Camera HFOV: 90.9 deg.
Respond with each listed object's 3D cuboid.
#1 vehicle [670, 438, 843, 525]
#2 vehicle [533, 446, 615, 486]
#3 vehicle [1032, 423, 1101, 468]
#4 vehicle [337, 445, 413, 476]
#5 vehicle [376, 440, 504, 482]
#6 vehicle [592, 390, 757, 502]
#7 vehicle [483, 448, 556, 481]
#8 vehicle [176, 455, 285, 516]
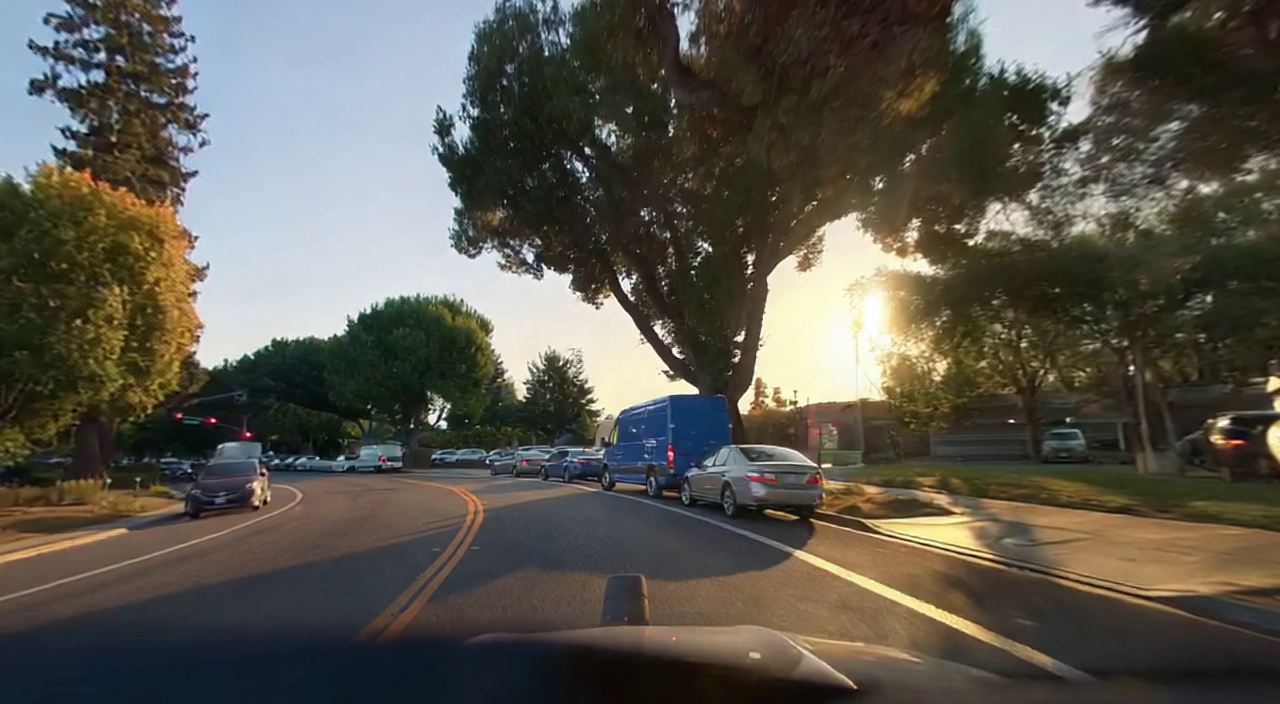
[{"bbox_3d":[2.150,2.556,13.119,1.891,1.466,4.362,2,-9,-14],"label":"vehicle"},{"bbox_3d":[-2.857,4.657,26.174,1.961,1.456,4.569,4,-9,-25],"label":"vehicle"},{"bbox_3d":[17.762,3.890,26.165,1.830,1.648,4.635,-9,-12,37],"label":"vehicle"},{"bbox_3d":[-19.272,7.806,45.652,6.647,2.035,2.309,-8,-11,41],"label":"vehicle"},{"bbox_3d":[-12.822,6.844,39.603,10.370,2.164,3.041,-10,-11,43],"label":"vehicle"},{"bbox_3d":[0.652,2.819,18.978,2.406,2.689,6.916,3,-9,-20],"label":"vehicle"},{"bbox_3d":[-6.139,5.604,31.722,1.957,1.479,4.554,6,-10,-34],"label":"vehicle"},{"bbox_3d":[-11.700,3.776,18.301,1.985,1.485,3.820,3,-9,-24],"label":"vehicle"}]
